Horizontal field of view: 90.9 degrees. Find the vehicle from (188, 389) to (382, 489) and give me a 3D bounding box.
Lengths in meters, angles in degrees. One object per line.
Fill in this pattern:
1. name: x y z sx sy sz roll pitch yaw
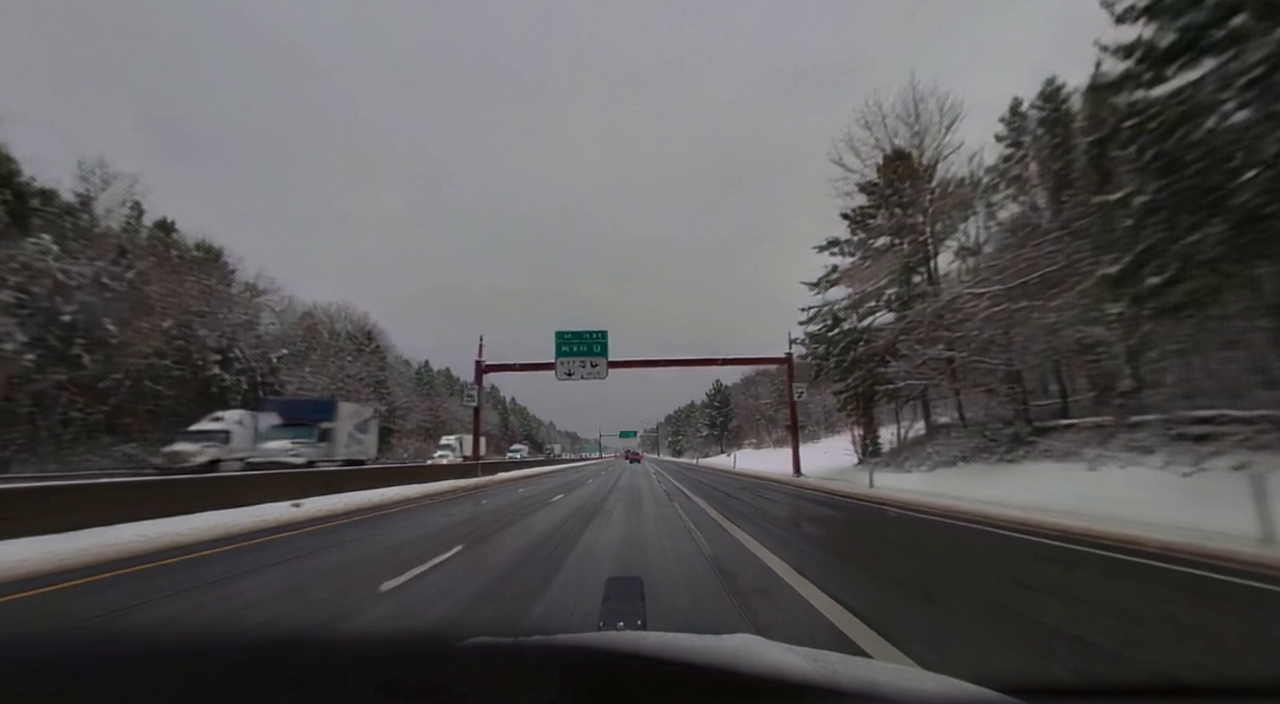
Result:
1. vehicle: -15.548 4.119 29.097 2.838 3.762 10.694 0 -9 -1
